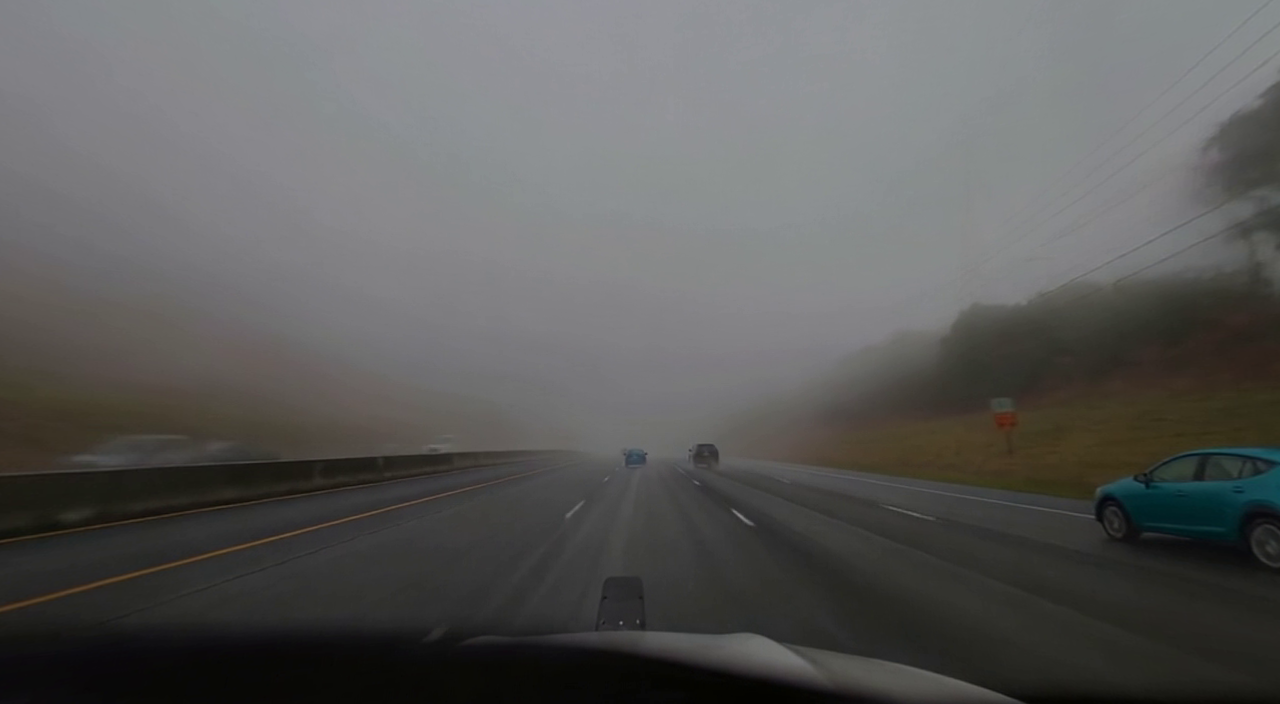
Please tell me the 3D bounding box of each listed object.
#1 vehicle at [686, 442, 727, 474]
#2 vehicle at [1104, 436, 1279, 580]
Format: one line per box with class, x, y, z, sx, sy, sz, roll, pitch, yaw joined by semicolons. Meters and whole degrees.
vehicle;3.991;6.468;38.694;2.159;1.782;4.673;0;-9;2
vehicle;7.963;1.724;6.975;1.970;1.545;4.818;0;-9;0
